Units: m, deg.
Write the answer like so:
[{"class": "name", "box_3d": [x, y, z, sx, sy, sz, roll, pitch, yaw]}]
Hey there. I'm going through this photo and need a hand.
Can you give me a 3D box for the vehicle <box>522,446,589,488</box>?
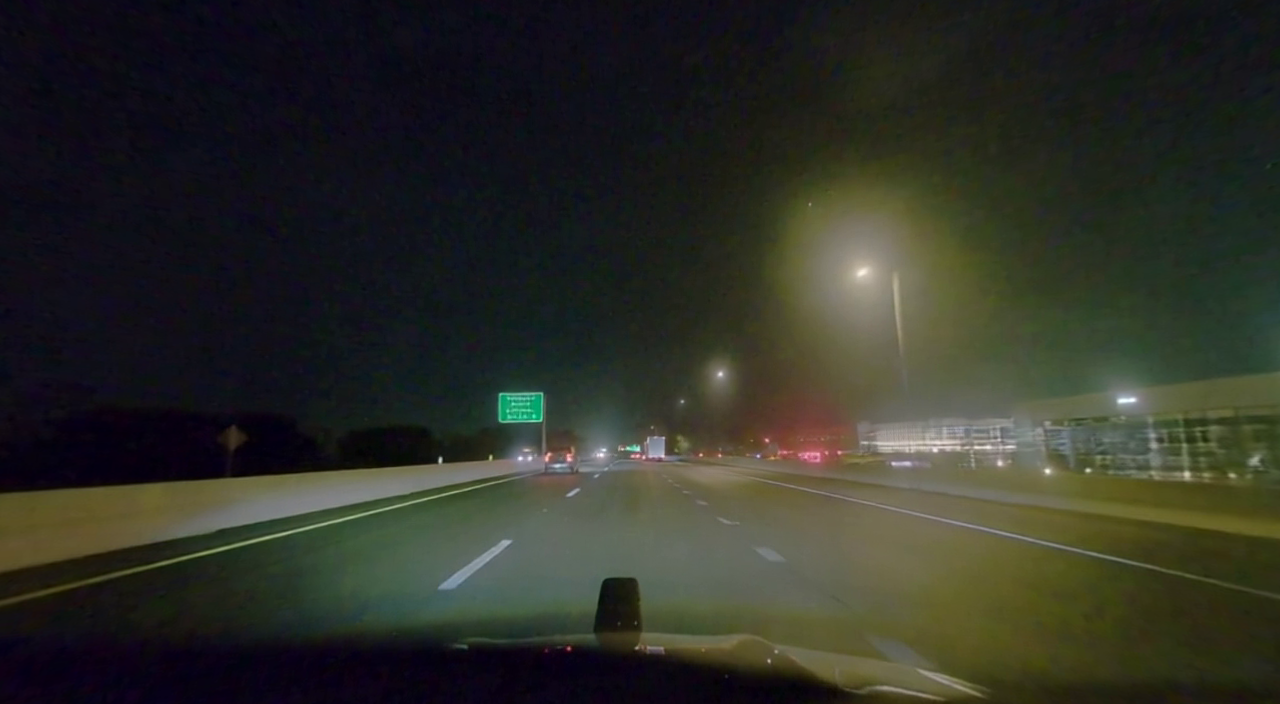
[{"class": "vehicle", "box_3d": [-3.277, 4.561, 25.200, 2.100, 1.525, 4.179, 0, -9, 0]}]
